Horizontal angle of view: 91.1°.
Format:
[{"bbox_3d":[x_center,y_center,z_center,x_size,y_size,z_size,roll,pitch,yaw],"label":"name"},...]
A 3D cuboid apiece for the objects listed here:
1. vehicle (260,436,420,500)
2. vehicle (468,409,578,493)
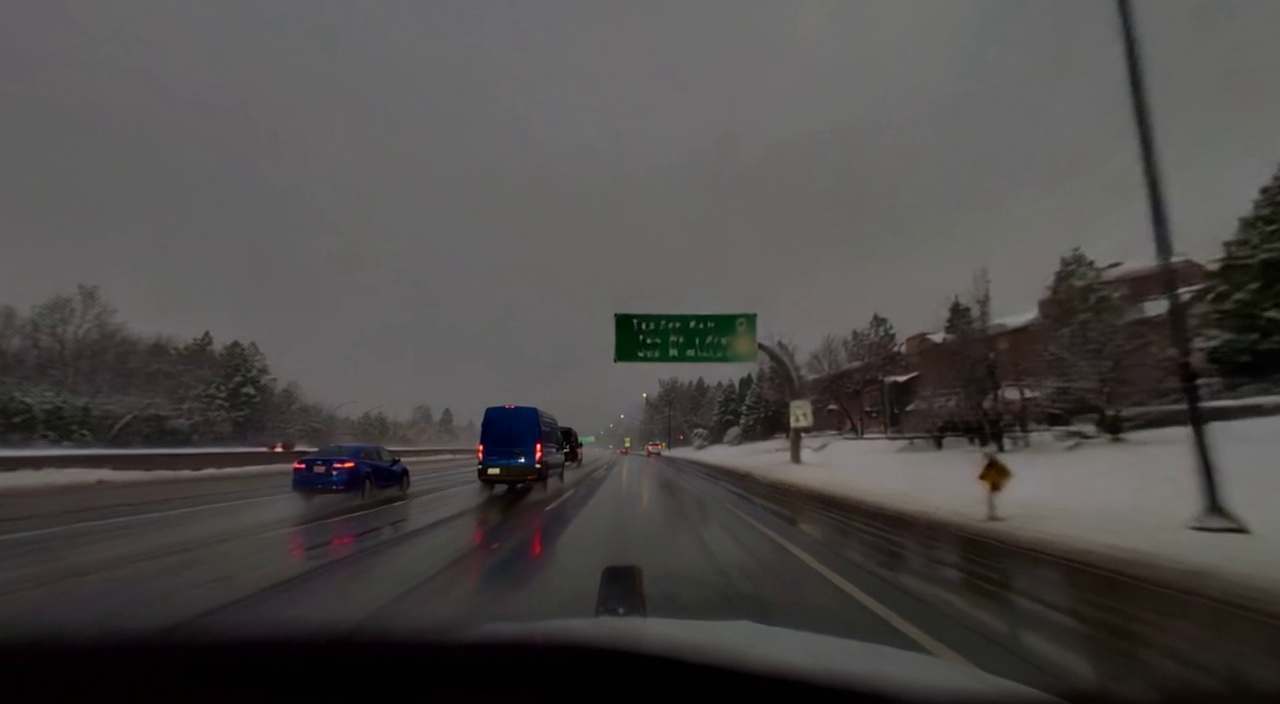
[{"bbox_3d":[-7.938,3.103,17.262,1.987,1.490,4.781,0,-8,1],"label":"vehicle"},{"bbox_3d":[-3.462,3.106,19.901,2.372,2.248,5.393,0,-8,1],"label":"vehicle"}]
